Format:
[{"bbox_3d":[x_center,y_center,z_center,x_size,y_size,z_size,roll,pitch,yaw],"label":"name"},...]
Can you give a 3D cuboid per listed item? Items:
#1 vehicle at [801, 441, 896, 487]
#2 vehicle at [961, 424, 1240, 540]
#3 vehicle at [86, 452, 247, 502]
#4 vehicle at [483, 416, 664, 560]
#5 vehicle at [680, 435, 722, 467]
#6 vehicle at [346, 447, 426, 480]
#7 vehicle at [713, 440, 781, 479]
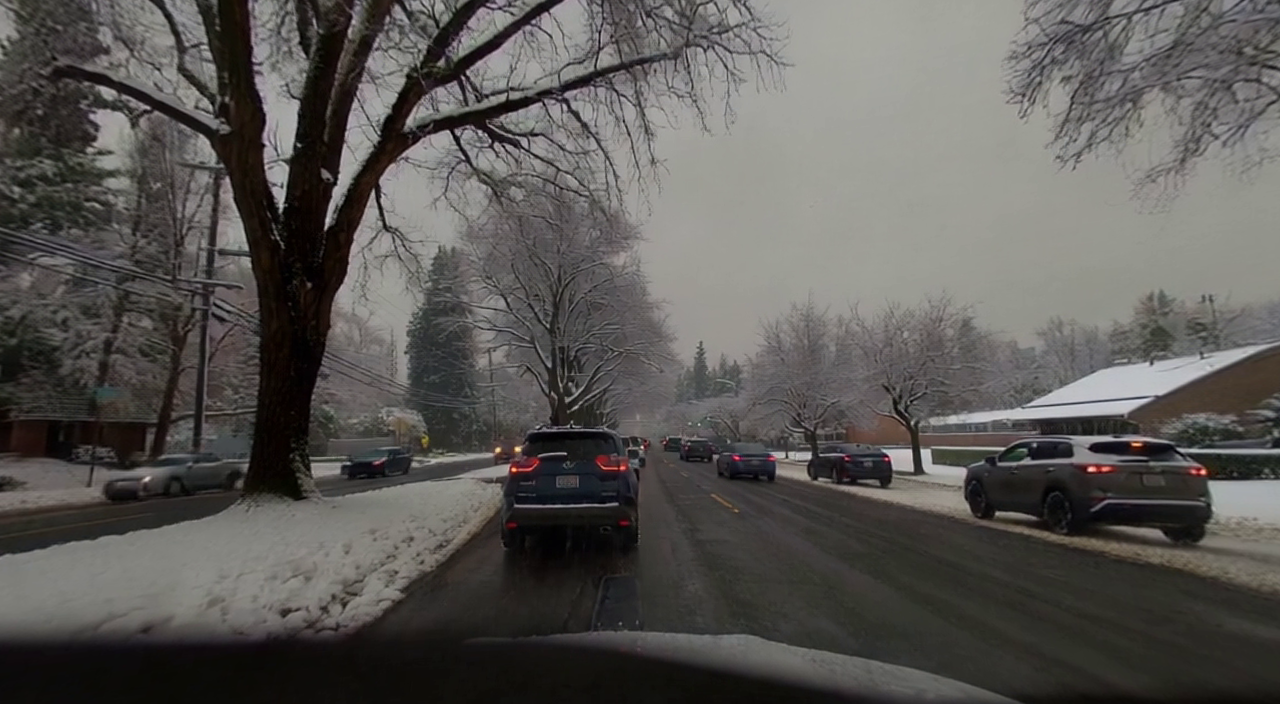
[{"bbox_3d":[7.357,3.965,22.758,1.977,1.485,4.308,0,-8,0],"label":"vehicle"},{"bbox_3d":[8.019,2.272,11.709,2.168,1.709,4.289,-1,-8,5],"label":"vehicle"},{"bbox_3d":[-15.837,4.155,21.508,1.900,1.467,4.609,0,-8,0],"label":"vehicle"},{"bbox_3d":[-0.941,1.867,9.326,2.106,1.655,3.717,1,-8,-5],"label":"vehicle"},{"bbox_3d":[3.740,6.156,39.418,2.114,1.846,4.659,0,-8,-1],"label":"vehicle"},{"bbox_3d":[-12.167,5.348,30.593,1.981,1.463,4.395,0,-8,1],"label":"vehicle"},{"bbox_3d":[4.382,4.453,26.515,2.175,1.477,4.520,0,-8,2],"label":"vehicle"}]
